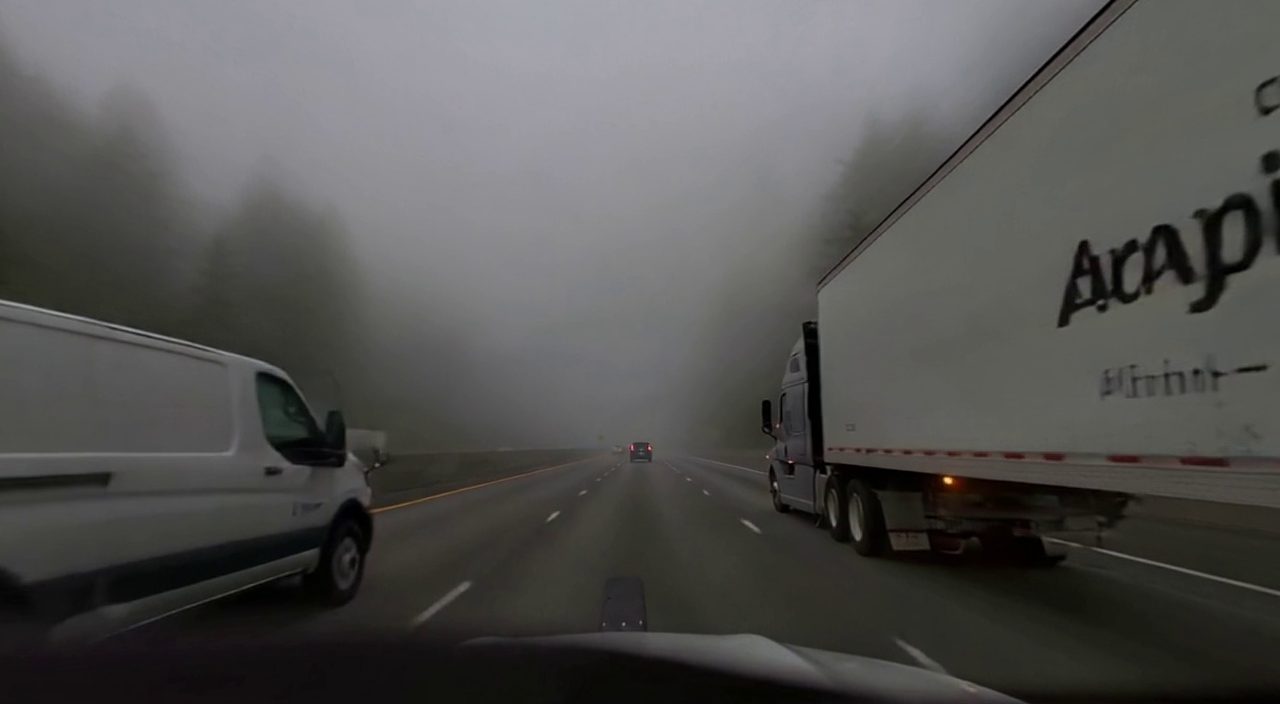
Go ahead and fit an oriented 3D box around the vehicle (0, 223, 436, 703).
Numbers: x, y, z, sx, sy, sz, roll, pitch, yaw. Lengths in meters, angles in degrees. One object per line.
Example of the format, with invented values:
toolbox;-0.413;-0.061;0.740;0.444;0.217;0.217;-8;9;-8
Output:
vehicle;-3.295;0.757;3.165;2.572;1.927;5.803;0;-9;0

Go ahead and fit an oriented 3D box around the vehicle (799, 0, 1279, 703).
vehicle;4.337;-0.129;4.023;3.011;4.028;13.890;0;-9;0

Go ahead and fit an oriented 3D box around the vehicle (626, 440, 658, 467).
vehicle;0.132;6.909;42.954;2.067;1.690;3.901;0;-9;0
